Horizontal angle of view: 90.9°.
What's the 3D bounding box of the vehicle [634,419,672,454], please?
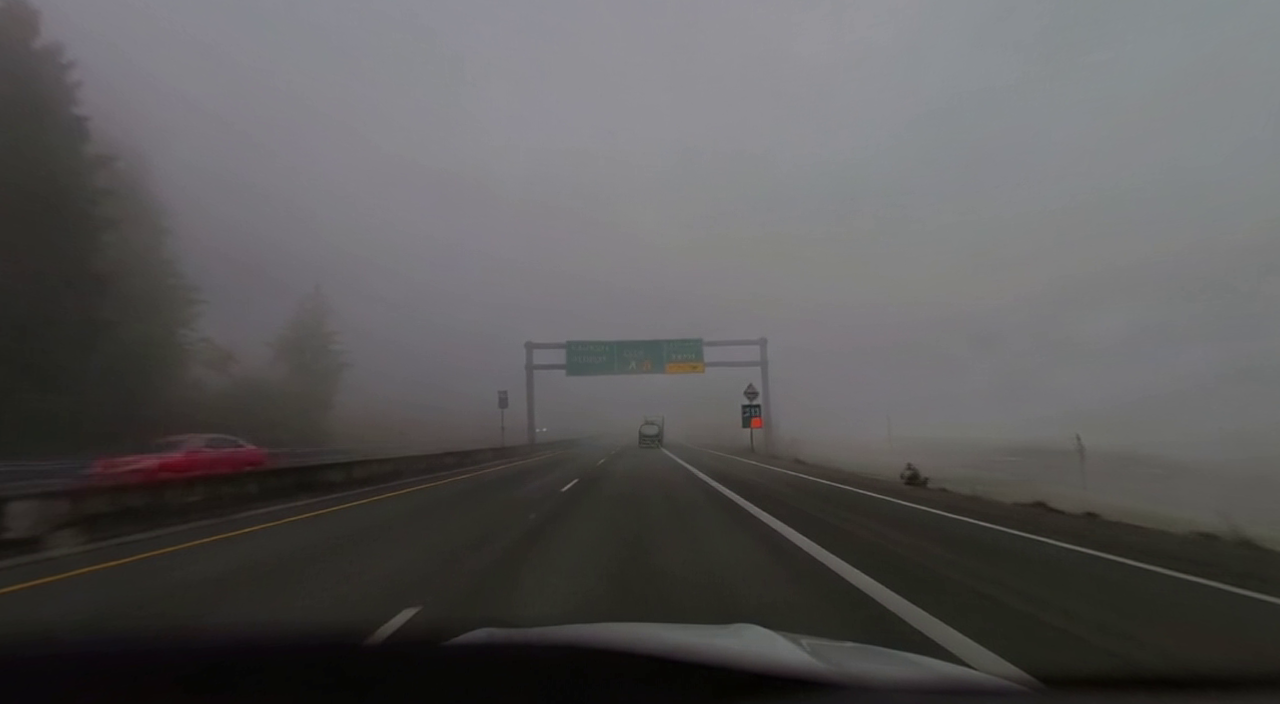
[{"bbox_3d":[0.908,5.892,43.991,2.450,2.314,4.753,0,-8,1],"label":"vehicle"}]
